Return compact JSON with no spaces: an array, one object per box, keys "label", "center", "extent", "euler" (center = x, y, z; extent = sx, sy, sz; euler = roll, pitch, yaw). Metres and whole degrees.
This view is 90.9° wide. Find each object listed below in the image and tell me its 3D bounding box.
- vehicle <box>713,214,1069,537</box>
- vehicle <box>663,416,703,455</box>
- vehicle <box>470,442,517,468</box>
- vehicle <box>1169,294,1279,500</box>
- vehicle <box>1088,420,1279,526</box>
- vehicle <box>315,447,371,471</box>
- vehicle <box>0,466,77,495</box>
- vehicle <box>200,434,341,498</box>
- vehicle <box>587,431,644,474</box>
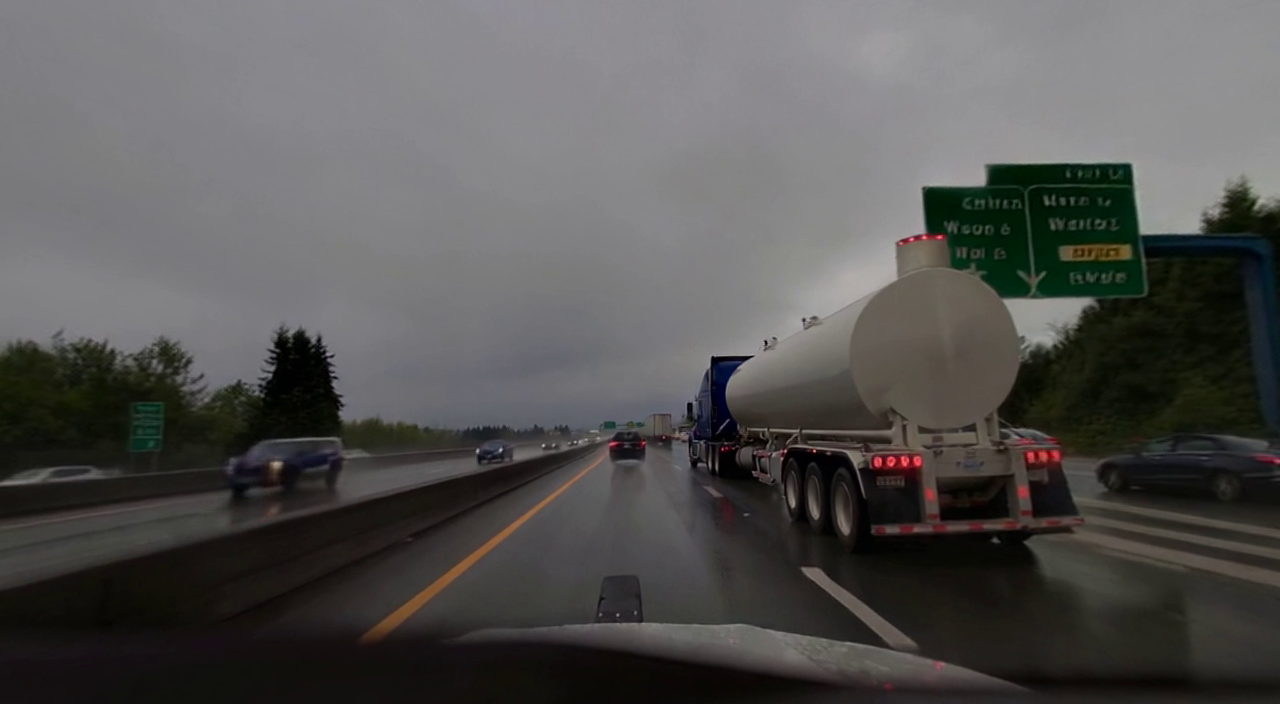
[{"label":"vehicle","center":[3.508,0.850,12.221],"extent":[2.826,3.905,9.262],"euler":[0,-8,-1]},{"label":"vehicle","center":[3.182,6.304,47.741],"extent":[2.475,2.782,4.986],"euler":[0,-8,-3]},{"label":"vehicle","center":[-9.254,6.529,40.250],"extent":[1.894,1.483,4.624],"euler":[0,-8,0]},{"label":"vehicle","center":[14.529,0.550,10.093],"extent":[2.878,4.124,10.050],"euler":[0,-8,-3]},{"label":"vehicle","center":[9.840,1.925,10.521],"extent":[1.739,1.471,3.889],"euler":[0,-8,-2]},{"label":"vehicle","center":[-20.315,7.335,43.284],"extent":[1.880,1.476,4.282],"euler":[0,-8,-2]},{"label":"vehicle","center":[-38.723,8.111,39.953],"extent":[1.846,1.553,4.238],"euler":[-7,-11,42]},{"label":"vehicle","center":[-12.562,3.858,21.888],"extent":[2.065,1.948,4.720],"euler":[0,-8,-1]},{"label":"vehicle","center":[-0.896,3.825,24.321],"extent":[2.000,1.510,3.518],"euler":[0,-8,-1]}]
